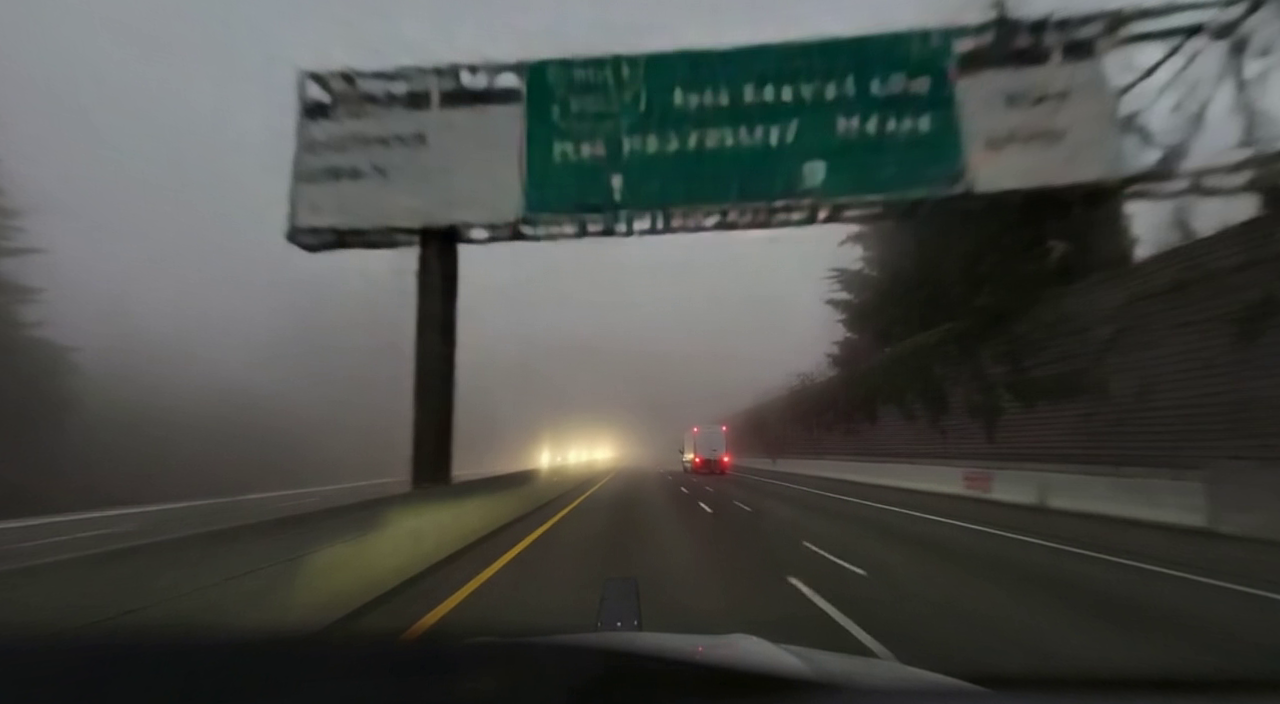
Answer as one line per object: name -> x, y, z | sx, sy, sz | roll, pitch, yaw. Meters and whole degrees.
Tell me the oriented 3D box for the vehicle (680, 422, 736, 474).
vehicle -> 3.954, 5.767, 37.808 | 2.449, 2.805, 6.763 | 0, -9, -1
